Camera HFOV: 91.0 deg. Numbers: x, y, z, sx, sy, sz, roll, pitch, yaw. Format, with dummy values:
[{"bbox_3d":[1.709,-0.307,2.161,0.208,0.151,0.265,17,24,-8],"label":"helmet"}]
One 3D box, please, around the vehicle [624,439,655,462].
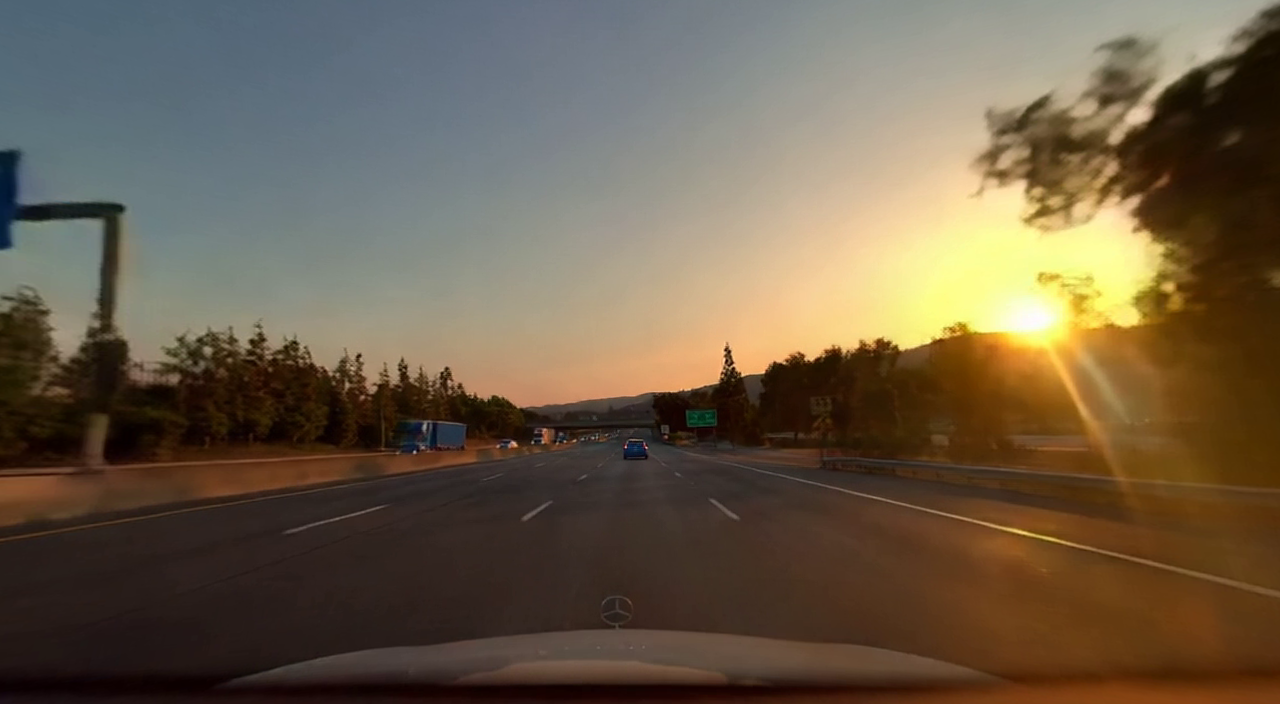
[{"bbox_3d":[-0.075,6.774,43.459,2.028,1.440,3.690,0,-8,-1],"label":"vehicle"}]
